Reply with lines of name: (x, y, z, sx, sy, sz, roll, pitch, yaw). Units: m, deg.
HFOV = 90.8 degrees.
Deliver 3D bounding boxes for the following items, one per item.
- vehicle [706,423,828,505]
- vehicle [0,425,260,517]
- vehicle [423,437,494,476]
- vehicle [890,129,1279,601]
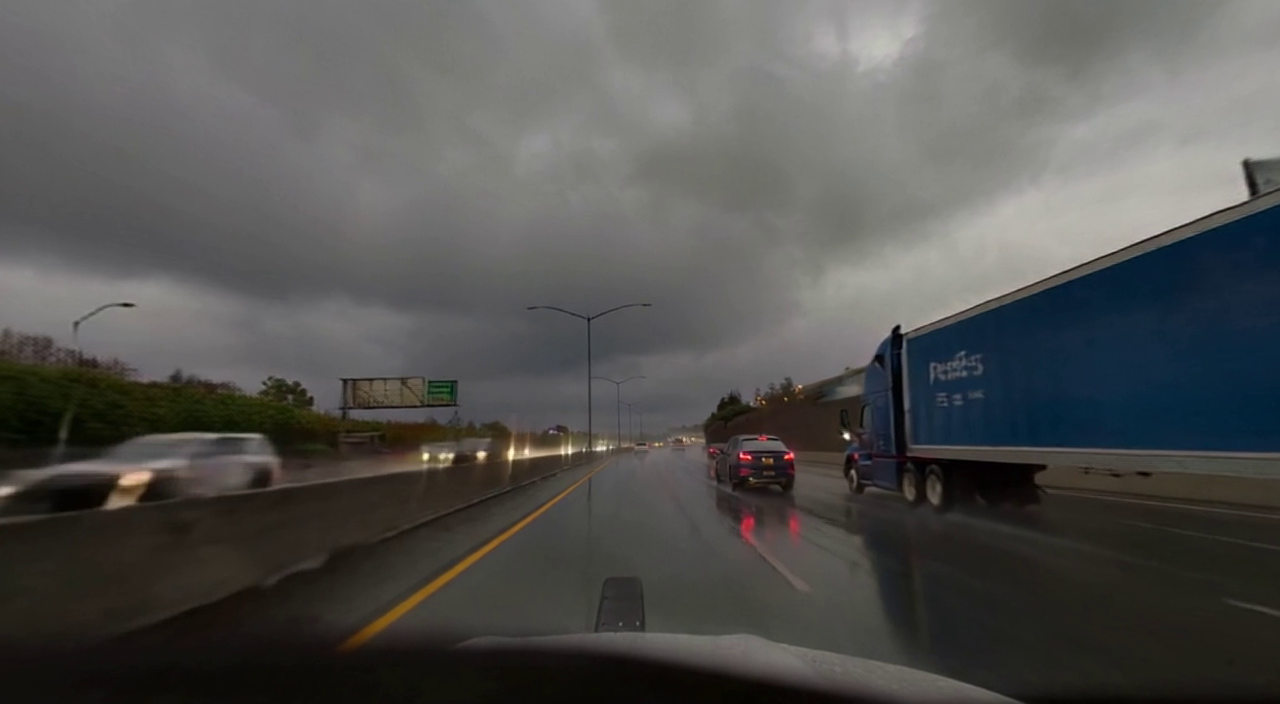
vehicle: (2.906, 2.688, 15.555, 1.973, 1.710, 4.476, 0, -9, -1)
vehicle: (-10.979, 2.531, 13.956, 2.018, 1.637, 5.003, 0, -9, 0)
vehicle: (-7.344, 4.281, 25.954, 1.808, 1.468, 3.541, 0, -9, 1)
vehicle: (6.994, 0.225, 6.269, 2.864, 4.060, 14.637, 0, -9, -1)
